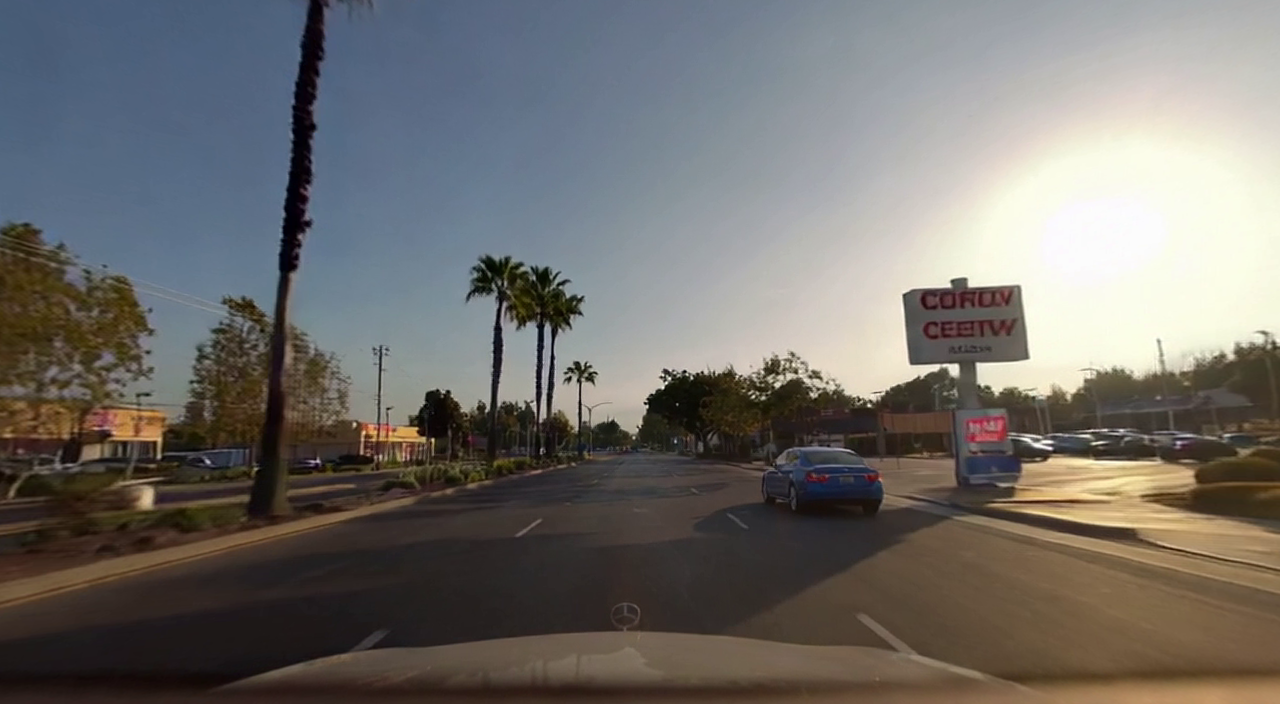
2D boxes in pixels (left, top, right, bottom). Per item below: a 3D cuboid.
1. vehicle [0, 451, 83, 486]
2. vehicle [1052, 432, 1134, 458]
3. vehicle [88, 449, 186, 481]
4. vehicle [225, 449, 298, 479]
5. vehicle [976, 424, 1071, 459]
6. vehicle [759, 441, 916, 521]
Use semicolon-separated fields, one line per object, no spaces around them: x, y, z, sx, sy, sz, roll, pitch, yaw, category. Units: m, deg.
-33.324;6.222;33.913;2.347;1.610;4.867;-1;-8;1;vehicle
34.700;7.127;48.478;4.676;1.741;1.948;-2;-10;0;vehicle
-33.235;7.436;41.997;2.216;1.965;5.147;0;-9;0;vehicle
-27.665;8.209;46.450;2.091;1.981;4.836;1;-9;3;vehicle
29.368;6.912;48.530;5.519;2.389;2.350;-2;-10;1;vehicle
3.995;2.663;13.626;1.978;1.442;4.262;0;-9;0;vehicle
